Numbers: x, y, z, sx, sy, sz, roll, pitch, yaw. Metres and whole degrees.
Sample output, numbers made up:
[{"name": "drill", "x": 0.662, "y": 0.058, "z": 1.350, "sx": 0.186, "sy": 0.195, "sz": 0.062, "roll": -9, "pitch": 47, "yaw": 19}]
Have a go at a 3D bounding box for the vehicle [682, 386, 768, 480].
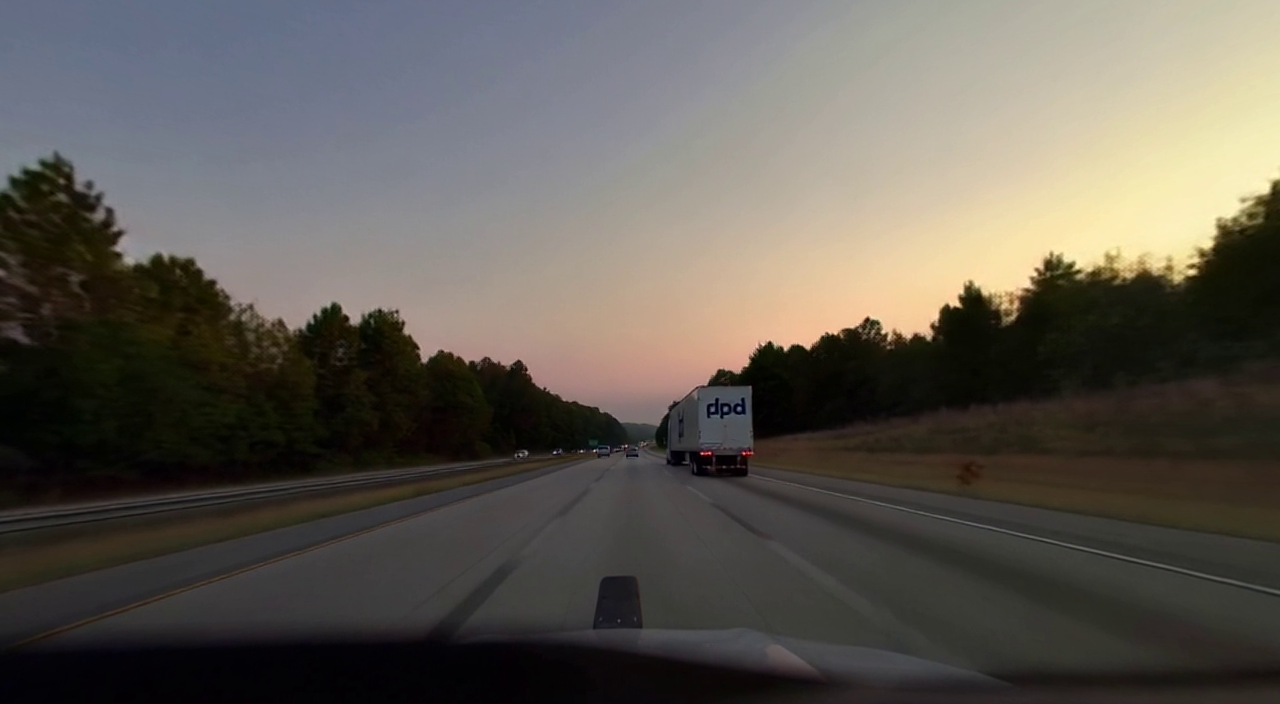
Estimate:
[{"name": "vehicle", "x": 3.864, "y": 4.055, "z": 30.796, "sx": 2.856, "sy": 3.933, "sz": 8.334, "roll": 0, "pitch": -9, "yaw": -1}]
